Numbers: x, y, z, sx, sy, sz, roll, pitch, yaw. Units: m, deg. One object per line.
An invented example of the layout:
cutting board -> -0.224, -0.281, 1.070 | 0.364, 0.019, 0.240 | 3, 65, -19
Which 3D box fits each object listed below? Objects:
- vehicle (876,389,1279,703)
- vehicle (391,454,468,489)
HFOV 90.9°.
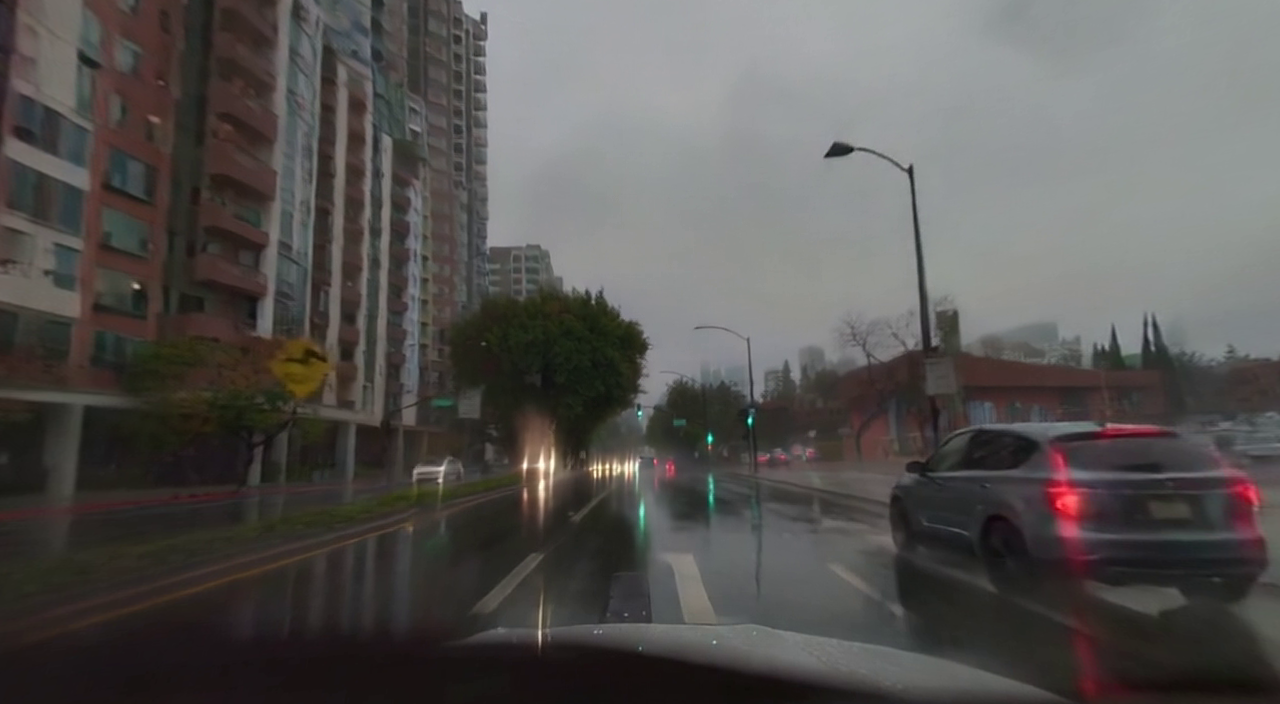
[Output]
vehicle -> 3.649, 1.265, 5.075 | 1.949, 1.583, 3.996 | 0, -9, 0
vehicle -> -10.137, 5.770, 30.818 | 1.957, 1.482, 4.706 | -1, -9, 2
